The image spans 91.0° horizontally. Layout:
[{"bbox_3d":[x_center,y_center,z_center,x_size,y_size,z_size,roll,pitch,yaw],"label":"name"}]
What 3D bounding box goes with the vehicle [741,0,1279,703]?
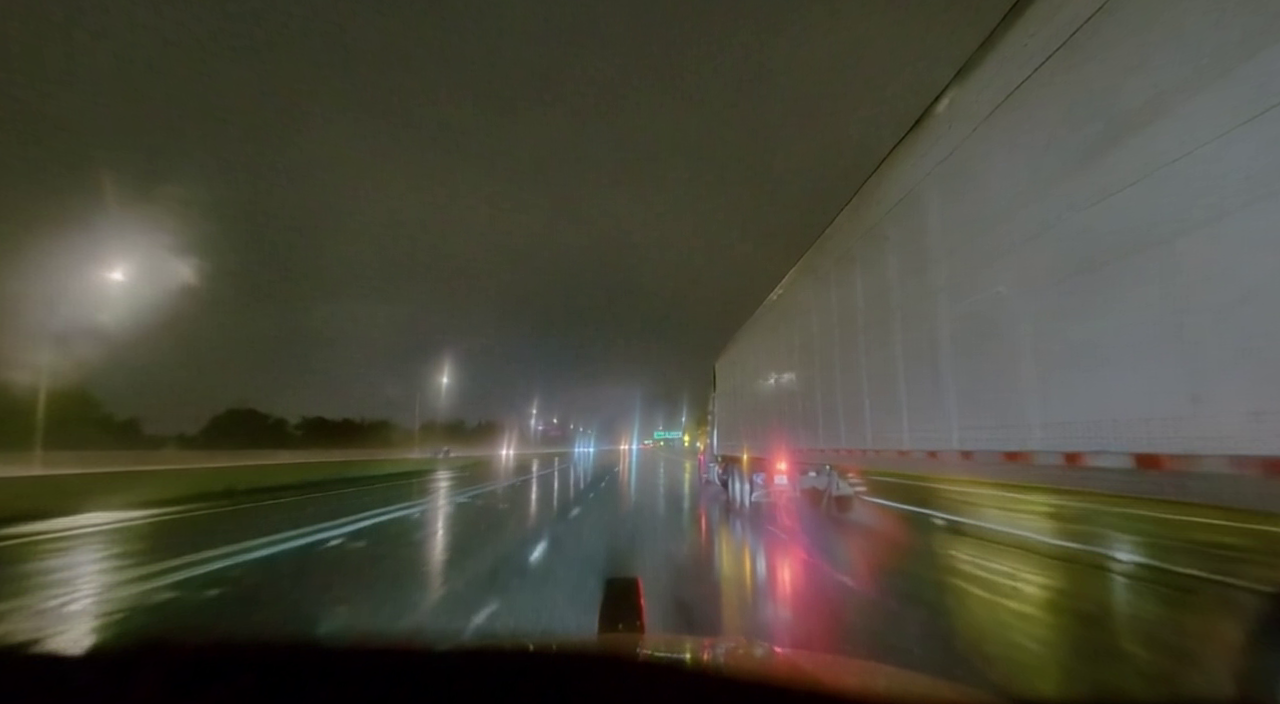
[{"bbox_3d":[3.811,0.251,6.833,2.949,4.149,16.046,0,-9,1],"label":"vehicle"}]
